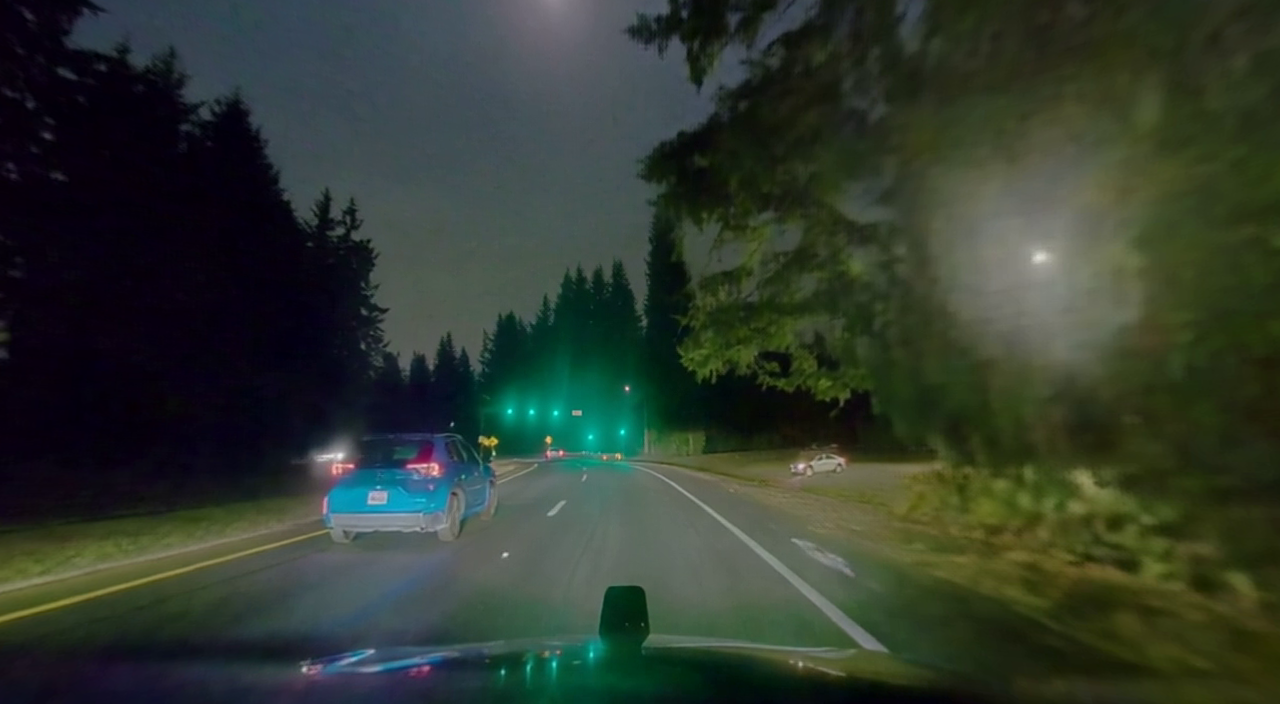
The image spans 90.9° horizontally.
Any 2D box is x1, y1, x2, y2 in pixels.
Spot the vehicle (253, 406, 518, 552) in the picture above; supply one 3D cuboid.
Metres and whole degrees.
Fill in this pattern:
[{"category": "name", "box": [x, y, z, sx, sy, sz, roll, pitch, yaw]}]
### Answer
[{"category": "vehicle", "box": [-3.754, 2.002, 10.656, 2.336, 1.857, 4.986, 0, -8, 1]}]
